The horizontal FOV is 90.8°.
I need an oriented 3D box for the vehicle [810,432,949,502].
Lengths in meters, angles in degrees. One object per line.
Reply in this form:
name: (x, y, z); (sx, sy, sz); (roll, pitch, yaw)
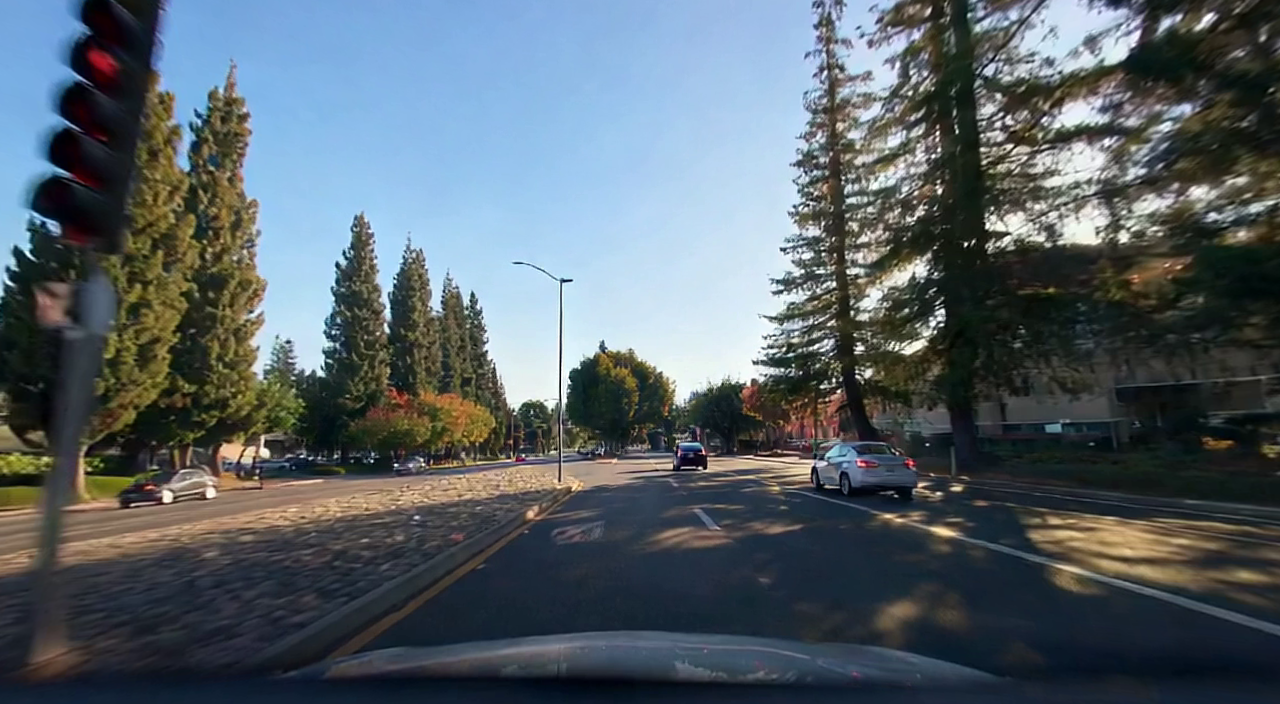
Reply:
vehicle: (6.193, 3.014, 16.954); (2.000, 1.618, 4.238); (0, -9, -1)

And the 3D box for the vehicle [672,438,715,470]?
vehicle: (3.104, 6.061, 37.607); (2.095, 1.759, 4.862); (0, -9, -1)

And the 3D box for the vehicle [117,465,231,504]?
vehicle: (-21.497, 6.106, 29.428); (1.900, 1.479, 4.520); (0, -9, 0)
